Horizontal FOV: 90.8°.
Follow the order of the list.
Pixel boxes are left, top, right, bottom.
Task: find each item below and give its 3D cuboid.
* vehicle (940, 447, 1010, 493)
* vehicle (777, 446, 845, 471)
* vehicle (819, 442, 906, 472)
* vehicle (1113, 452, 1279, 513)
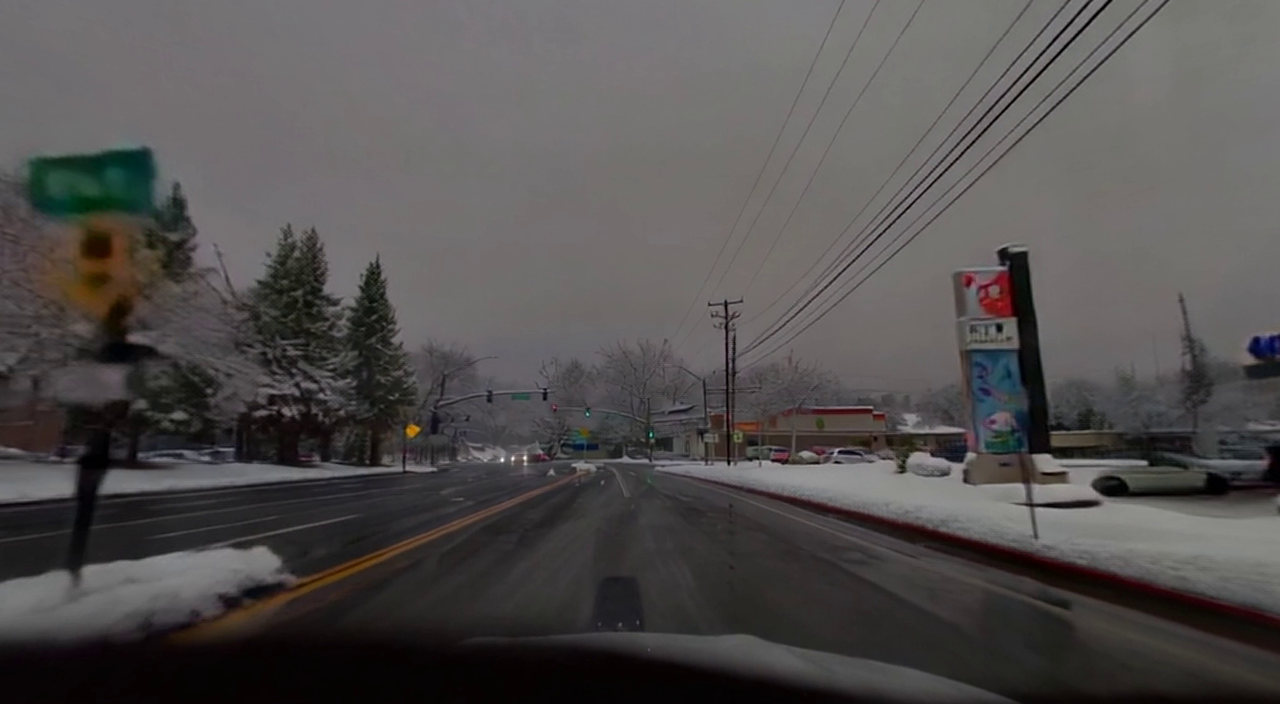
[{"bbox_3d":[15.281,5.277,28.694,2.086,1.845,4.694,-6,-11,35],"label":"vehicle"},{"bbox_3d":[12.858,7.998,47.760,4.444,1.815,2.239,0,-8,0],"label":"vehicle"},{"bbox_3d":[14.686,6.993,41.904,4.996,1.720,2.027,1,-11,2],"label":"vehicle"},{"bbox_3d":[17.942,4.125,20.413,2.041,1.674,4.301,2,-9,2],"label":"vehicle"}]
